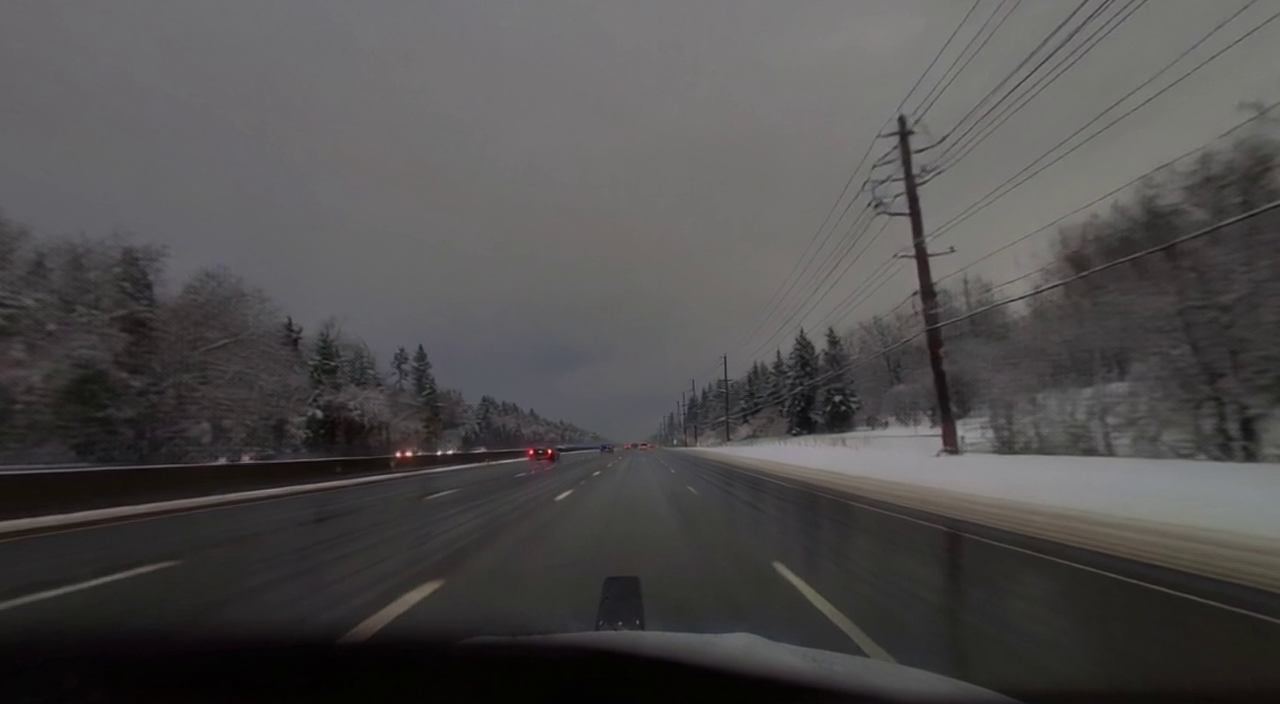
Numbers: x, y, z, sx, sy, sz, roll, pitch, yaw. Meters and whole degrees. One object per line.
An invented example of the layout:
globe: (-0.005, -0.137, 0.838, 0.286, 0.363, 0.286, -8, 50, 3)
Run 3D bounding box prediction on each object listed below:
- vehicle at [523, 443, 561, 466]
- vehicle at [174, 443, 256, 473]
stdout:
vehicle: (-7.104, 7.487, 46.068, 2.034, 1.563, 4.476, 0, -9, 1)
vehicle: (-26.179, 6.549, 38.987, 1.962, 1.701, 4.482, 0, -9, 0)
